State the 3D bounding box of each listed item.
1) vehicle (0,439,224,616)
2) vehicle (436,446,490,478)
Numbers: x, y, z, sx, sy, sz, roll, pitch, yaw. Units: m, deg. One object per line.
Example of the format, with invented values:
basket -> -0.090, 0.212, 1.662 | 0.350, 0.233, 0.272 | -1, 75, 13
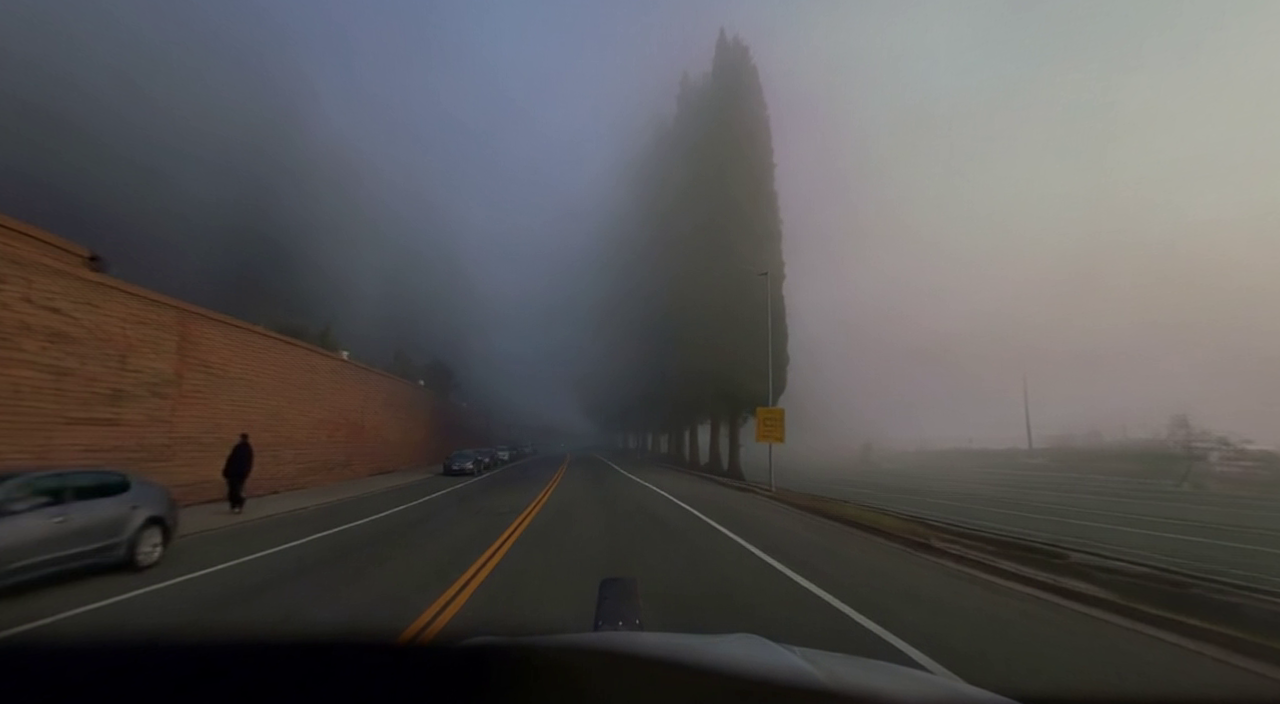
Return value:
vehicle -> -6.702, 1.711, 6.701 | 1.877, 1.507, 4.363 | 2, -8, -5
vehicle -> -9.362, 5.822, 33.794 | 1.899, 1.485, 4.593 | 2, -8, -5
